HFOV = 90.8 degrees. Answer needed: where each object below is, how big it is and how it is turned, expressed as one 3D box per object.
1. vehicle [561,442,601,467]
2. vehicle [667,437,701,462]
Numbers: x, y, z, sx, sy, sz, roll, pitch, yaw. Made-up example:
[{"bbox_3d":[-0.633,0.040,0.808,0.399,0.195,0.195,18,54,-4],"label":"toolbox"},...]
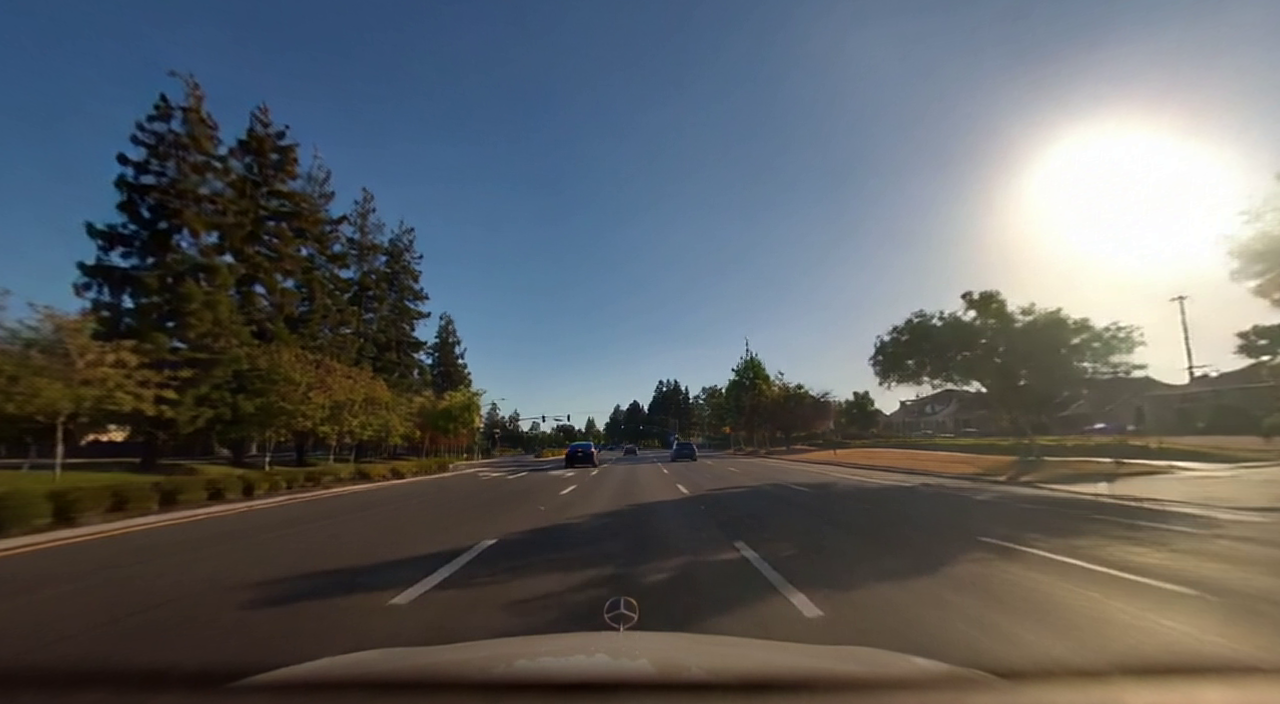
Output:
[{"bbox_3d":[-3.687,6.505,40.316,2.112,1.471,4.212,0,-8,1],"label":"vehicle"},{"bbox_3d":[3.127,6.994,45.477,2.072,1.696,4.177,0,-8,-1],"label":"vehicle"}]
